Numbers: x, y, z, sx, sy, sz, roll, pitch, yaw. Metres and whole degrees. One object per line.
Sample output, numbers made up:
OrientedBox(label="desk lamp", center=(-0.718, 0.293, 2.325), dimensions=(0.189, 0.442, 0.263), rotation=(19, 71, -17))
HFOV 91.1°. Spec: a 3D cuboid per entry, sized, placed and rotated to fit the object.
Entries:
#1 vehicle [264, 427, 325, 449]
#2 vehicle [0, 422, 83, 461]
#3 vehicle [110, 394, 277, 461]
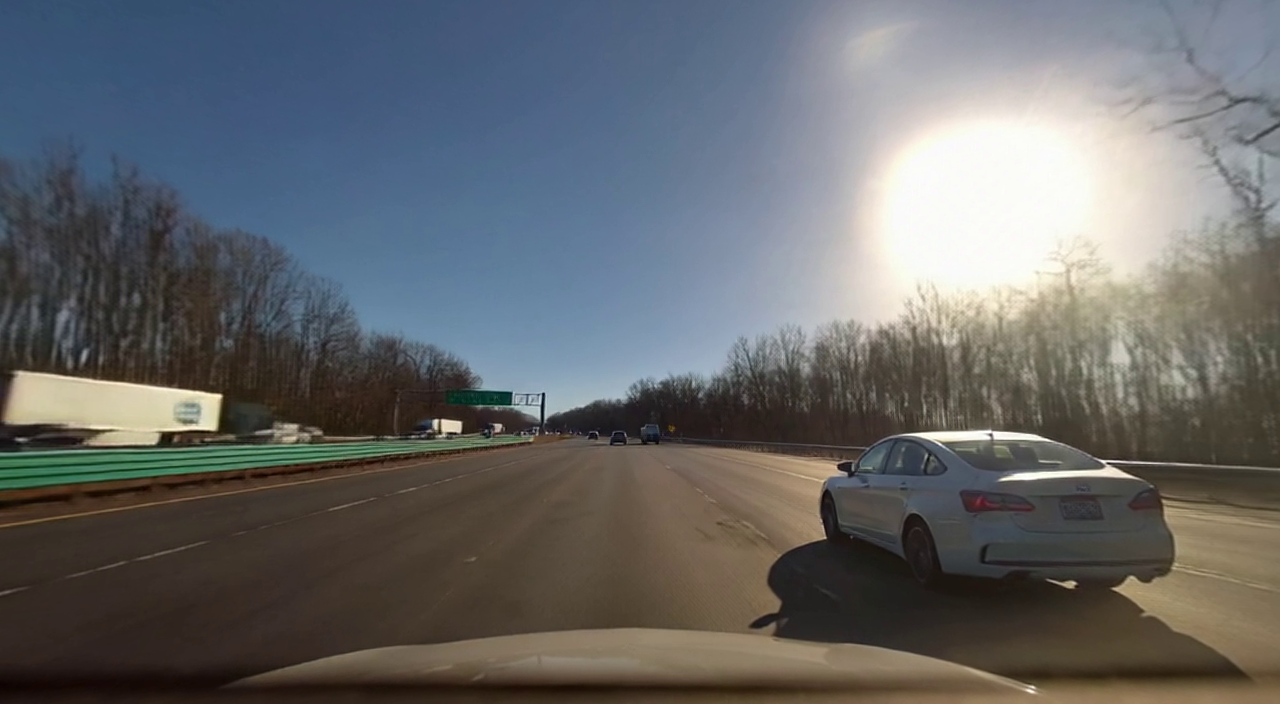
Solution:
OrientedBox(label="vehicle", center=(-26.134, 6.532, 47.728), dimensions=(1.877, 1.575, 4.943), rotation=(0, -8, -1))
OrientedBox(label="vehicle", center=(-25.678, 3.667, 25.730), dimensions=(1.915, 1.502, 4.189), rotation=(0, -8, -1))
OrientedBox(label="vehicle", center=(-18.154, 3.176, 26.134), dimensions=(2.587, 2.428, 5.938), rotation=(0, -8, -1))
